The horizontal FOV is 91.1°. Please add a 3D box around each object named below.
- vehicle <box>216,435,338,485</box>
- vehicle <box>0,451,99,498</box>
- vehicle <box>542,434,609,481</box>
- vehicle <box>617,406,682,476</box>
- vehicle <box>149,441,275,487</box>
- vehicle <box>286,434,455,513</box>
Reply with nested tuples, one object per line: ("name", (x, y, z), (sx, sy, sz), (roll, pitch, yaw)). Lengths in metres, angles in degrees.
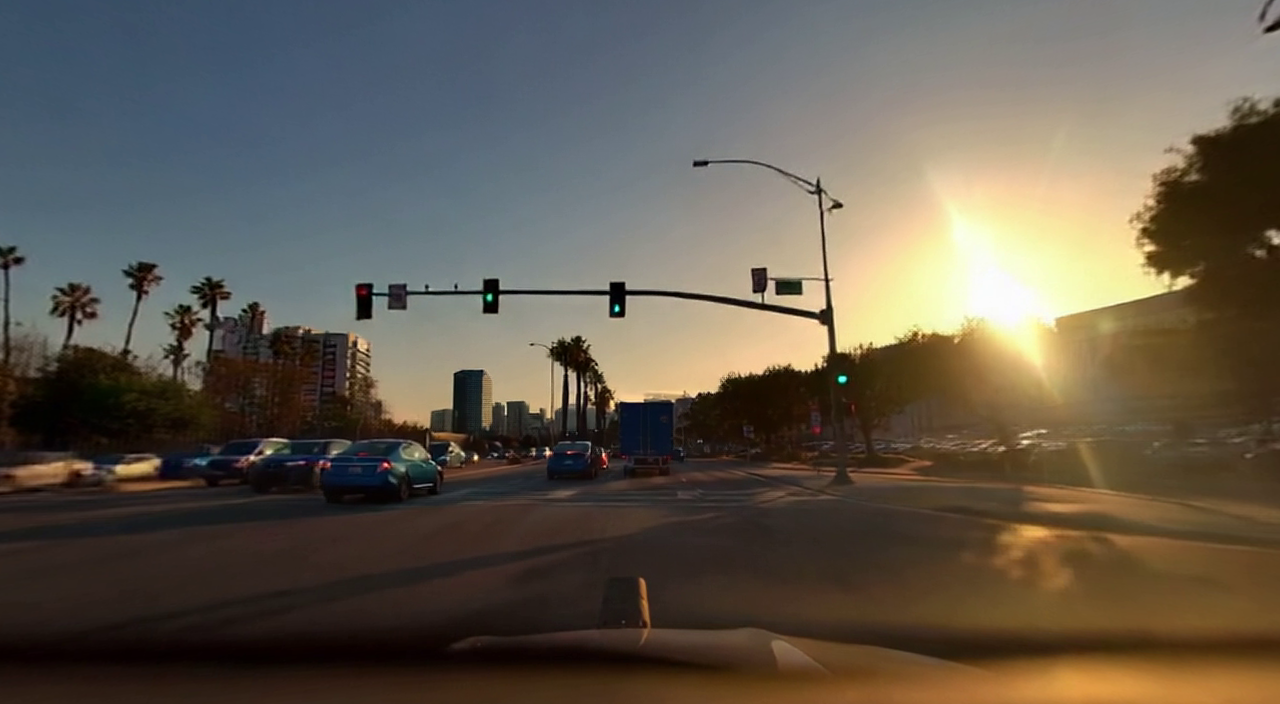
("vehicle", (-14.630, 4.460, 25.723), (2.040, 1.745, 4.899), (-3, -11, 1))
("vehicle", (-21.406, 4.135, 21.404), (1.876, 1.479, 4.443), (0, -9, 1))
("vehicle", (-2.645, 4.487, 26.988), (2.178, 1.826, 4.933), (0, -9, 2))
("vehicle", (0.470, 4.633, 32.474), (2.993, 3.235, 6.692), (0, -9, 1))
("vehicle", (-17.784, 4.647, 26.446), (2.004, 1.733, 4.599), (0, -9, 0))
("vehicle", (-6.351, 2.896, 15.547), (2.045, 1.630, 4.680), (0, -9, 1))
